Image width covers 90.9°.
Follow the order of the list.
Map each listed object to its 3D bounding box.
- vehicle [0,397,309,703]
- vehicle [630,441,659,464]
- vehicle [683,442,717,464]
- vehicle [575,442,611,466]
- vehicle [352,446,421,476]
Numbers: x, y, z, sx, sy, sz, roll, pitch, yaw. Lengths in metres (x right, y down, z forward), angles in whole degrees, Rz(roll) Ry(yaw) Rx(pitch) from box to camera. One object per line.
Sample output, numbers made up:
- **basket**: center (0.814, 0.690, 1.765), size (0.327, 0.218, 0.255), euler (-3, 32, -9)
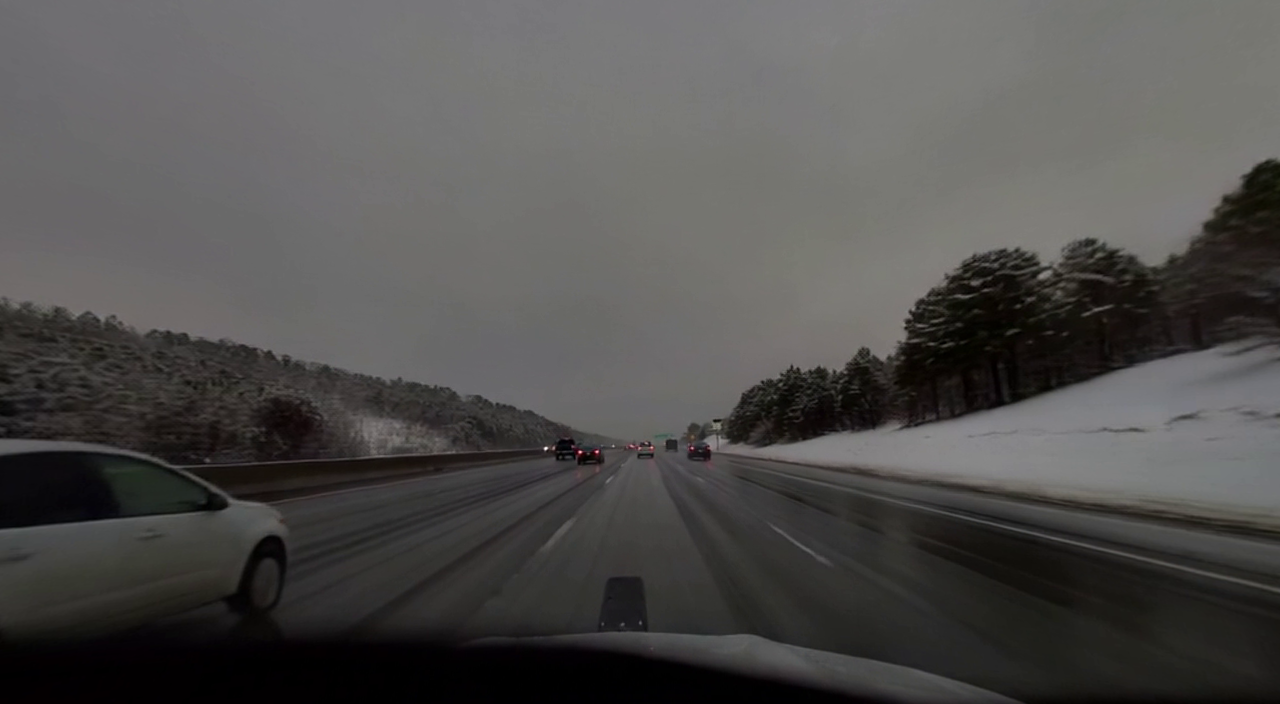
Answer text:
- **vehicle**: center (-3.375, 0.899, 2.129), size (1.997, 1.502, 4.554), euler (0, -8, 1)
- **vehicle**: center (0.324, 7.541, 47.462), size (2.031, 1.566, 3.904), euler (0, -8, 0)
- **vehicle**: center (4.420, 7.480, 46.808), size (2.027, 1.525, 4.348), euler (0, -8, -1)
- **vehicle**: center (-3.200, 7.053, 43.863), size (2.091, 1.552, 4.516), euler (0, -8, 0)
- **vehicle**: center (-13.269, 5.703, 33.249), size (1.815, 1.414, 4.210), euler (0, -8, 1)
